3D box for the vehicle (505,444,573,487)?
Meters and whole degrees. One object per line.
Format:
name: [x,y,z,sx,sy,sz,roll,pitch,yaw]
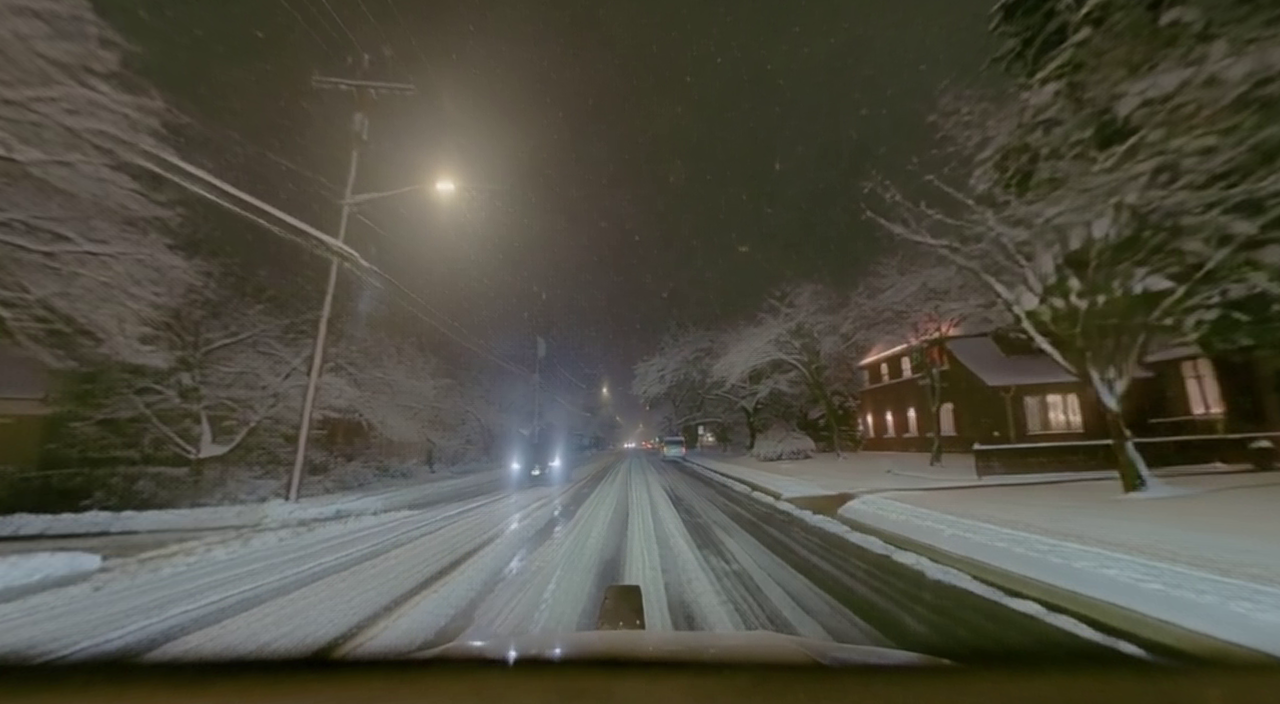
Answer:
vehicle: [-3.765,4.293,24.229,1.959,1.473,4.115,0,-8,0]
